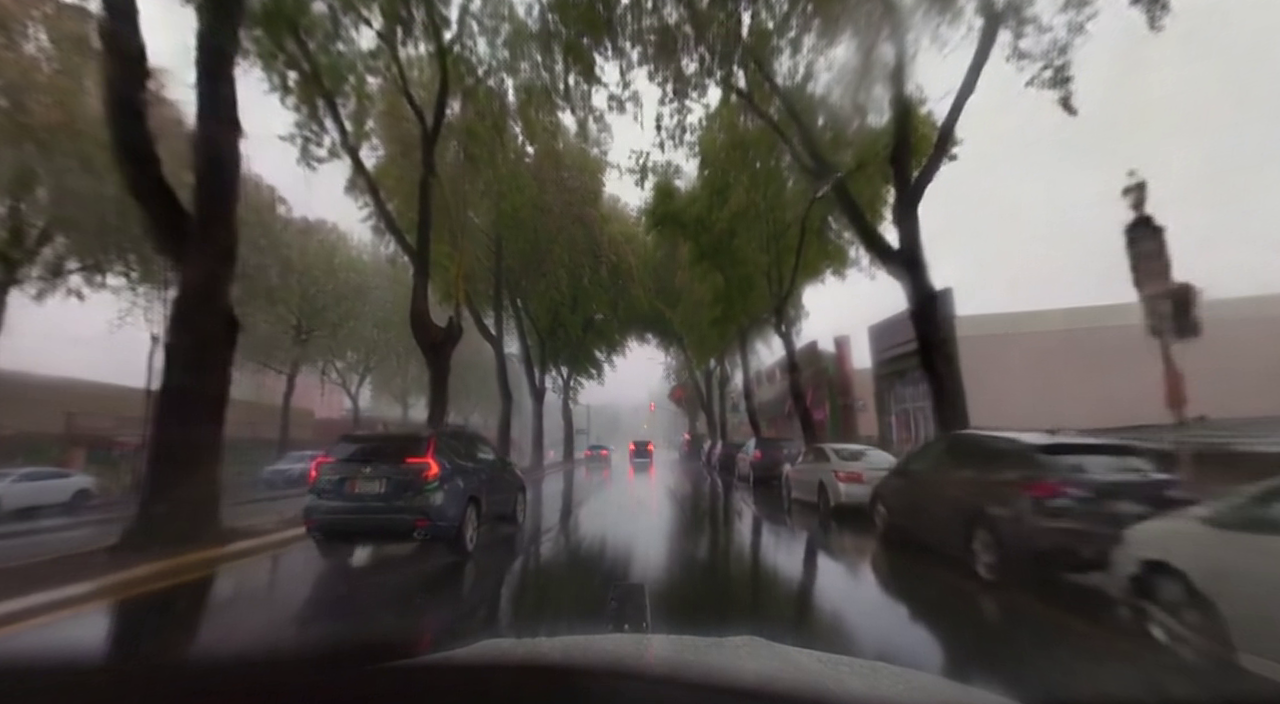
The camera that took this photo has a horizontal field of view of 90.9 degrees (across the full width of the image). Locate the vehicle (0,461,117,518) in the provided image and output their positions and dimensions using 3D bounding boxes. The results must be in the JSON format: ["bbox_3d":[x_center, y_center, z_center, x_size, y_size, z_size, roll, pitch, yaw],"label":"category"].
[{"bbox_3d":[-18.990,4.168,19.295,1.888,1.500,4.622,0,-8,2],"label":"vehicle"}]

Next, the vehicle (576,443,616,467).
[{"bbox_3d":[-2.797,6.673,41.130,2.151,1.484,4.468,0,-8,2],"label":"vehicle"}]

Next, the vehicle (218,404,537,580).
[{"bbox_3d":[-2.963,1.717,8.598,2.186,1.708,4.746,0,-8,2],"label":"vehicle"}]

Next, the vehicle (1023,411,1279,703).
[{"bbox_3d":[4.040,1.025,2.842,1.887,1.517,4.257,0,-8,-1],"label":"vehicle"}]

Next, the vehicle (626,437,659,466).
[{"bbox_3d":[0.158,6.466,40.959,2.075,1.770,4.018,0,-8,0],"label":"vehicle"}]

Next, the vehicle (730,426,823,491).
[{"bbox_3d":[4.445,3.562,21.409,2.079,1.910,4.855,0,-8,0],"label":"vehicle"}]
